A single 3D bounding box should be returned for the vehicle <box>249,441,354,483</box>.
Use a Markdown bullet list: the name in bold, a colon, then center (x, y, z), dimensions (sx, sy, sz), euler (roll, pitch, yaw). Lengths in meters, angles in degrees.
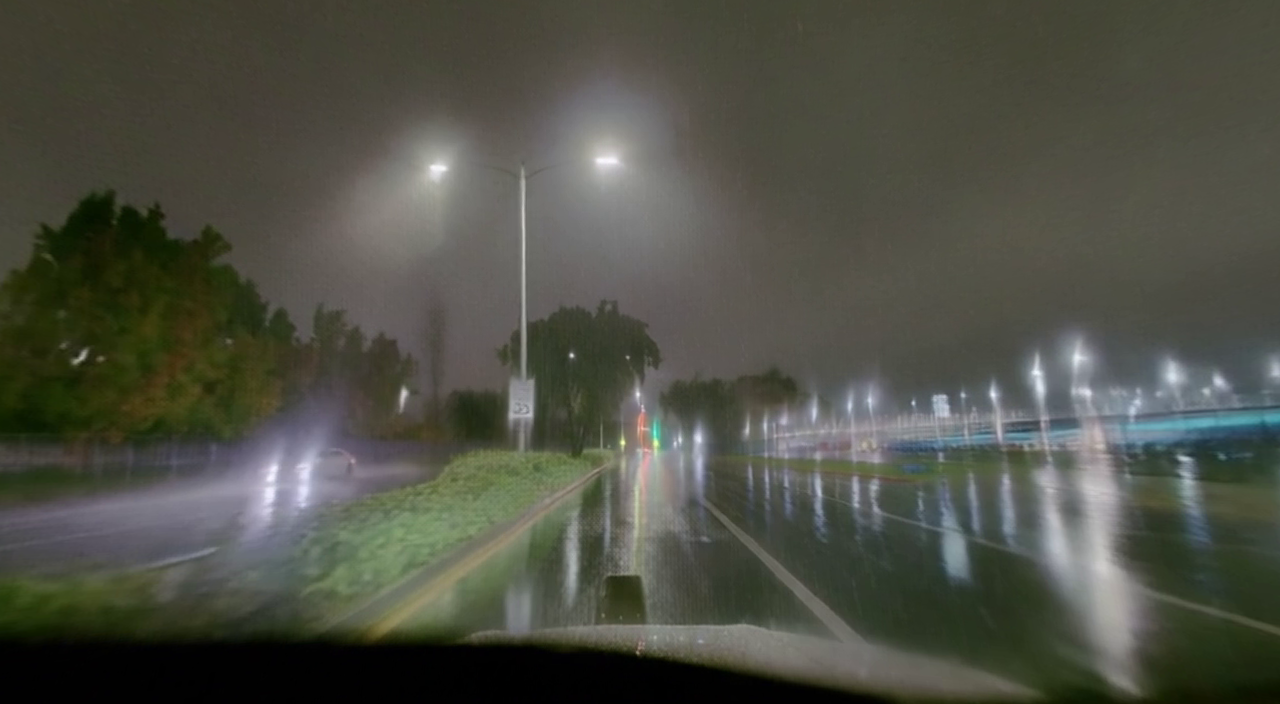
- **vehicle**: center (-16.439, 5.354, 31.031), dimensions (2.511, 1.881, 4.658), euler (0, -8, 1)
